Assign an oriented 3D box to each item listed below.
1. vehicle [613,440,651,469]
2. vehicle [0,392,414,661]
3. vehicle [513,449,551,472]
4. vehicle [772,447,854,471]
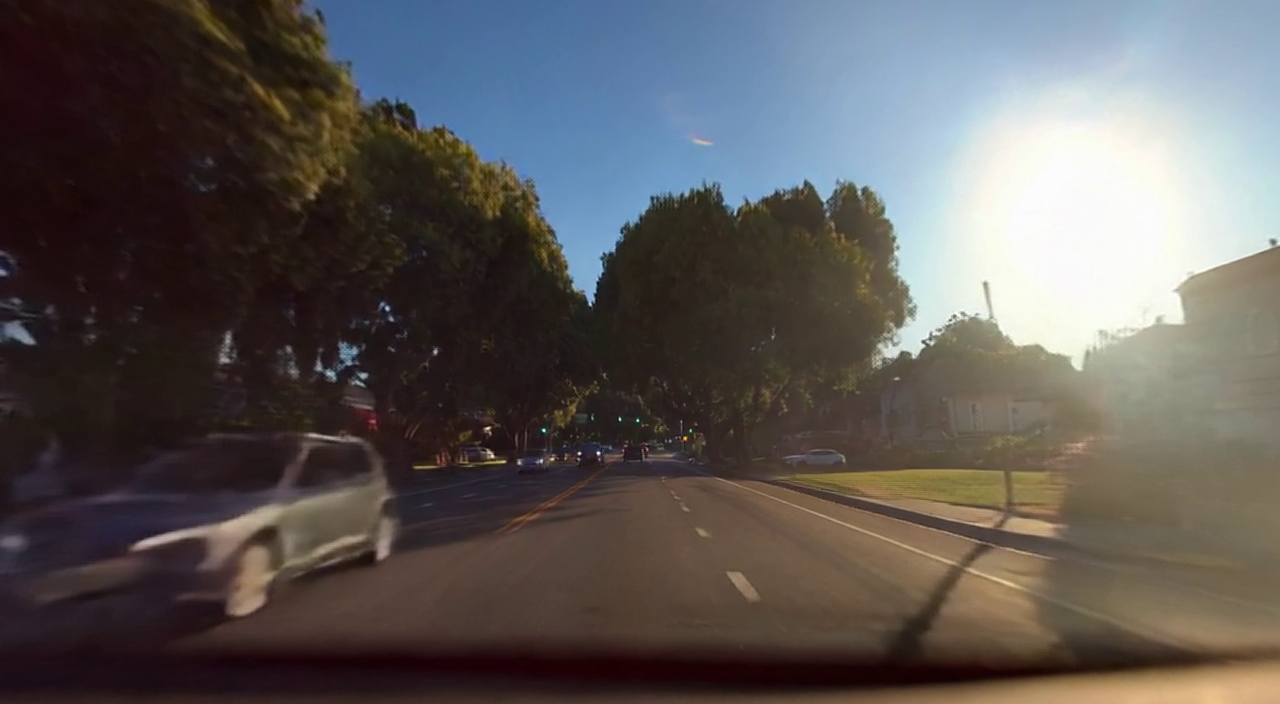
[{"bbox_3d":[-0.474,7.398,45.591,2.554,1.902,5.329,0,-9,1],"label":"vehicle"},{"bbox_3d":[-4.012,1.457,6.275,1.955,1.723,4.287,0,-9,-1],"label":"vehicle"},{"bbox_3d":[-7.502,7.538,44.046,1.961,1.510,3.827,0,-9,0],"label":"vehicle"},{"bbox_3d":[11.100,6.887,40.818,4.697,1.462,1.881,0,-8,-2],"label":"vehicle"}]
